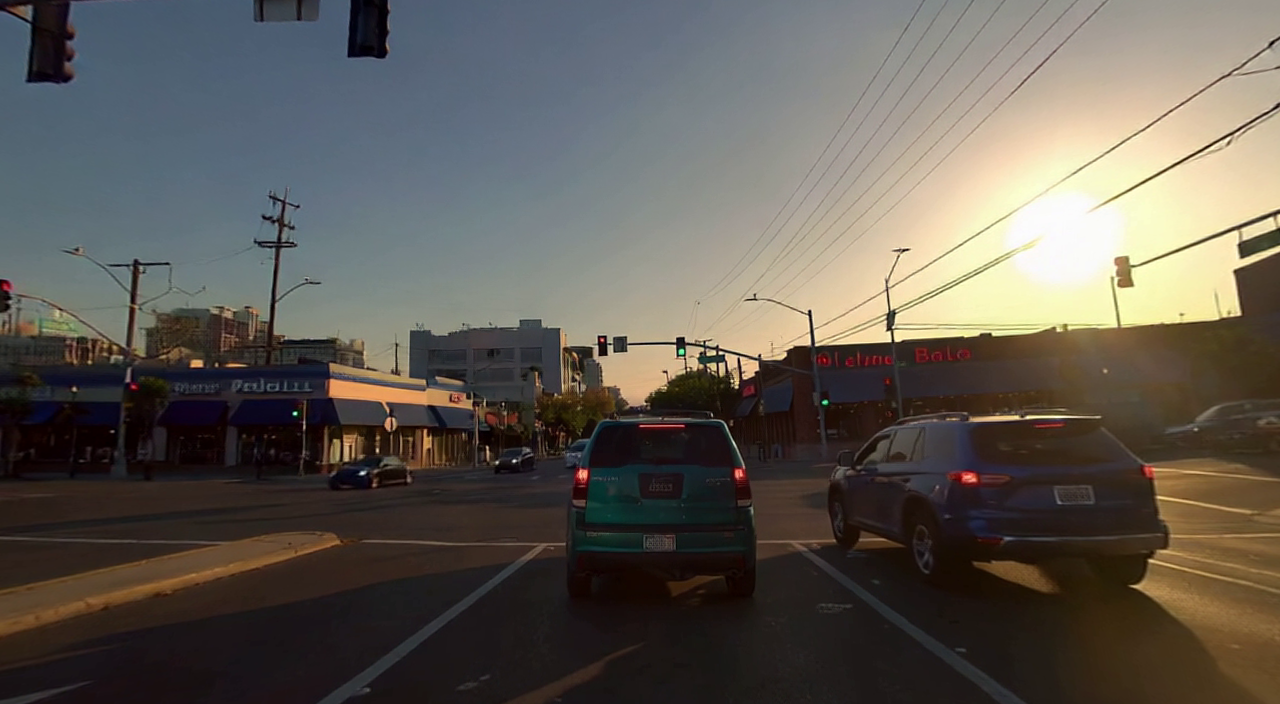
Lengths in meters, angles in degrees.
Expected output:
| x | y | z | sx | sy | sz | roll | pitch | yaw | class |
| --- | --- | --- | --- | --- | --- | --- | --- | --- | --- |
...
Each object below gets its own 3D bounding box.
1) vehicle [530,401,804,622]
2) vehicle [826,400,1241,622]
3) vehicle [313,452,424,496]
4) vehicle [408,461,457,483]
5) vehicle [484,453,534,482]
| x | y | z | sx | sy | sz | roll | pitch | yaw | class |
| --- | --- | --- | --- | --- | --- | --- | --- | --- | --- |
| 0.258 | 1.508 | 6.821 | 2.098 | 1.682 | 3.778 | 0 | -8 | 2 | vehicle |
| 3.612 | 1.518 | 6.968 | 1.976 | 1.664 | 4.189 | -1 | -8 | 2 | vehicle |
| -10.290 | 4.624 | 24.357 | 1.911 | 1.461 | 4.691 | -1 | -8 | 4 | vehicle |
| -15.491 | 8.960 | 47.265 | 1.875 | 1.475 | 4.449 | -1 | -8 | 5 | vehicle |
| -8.958 | 7.921 | 43.480 | 2.029 | 1.776 | 4.711 | -1 | -8 | 6 | vehicle |
